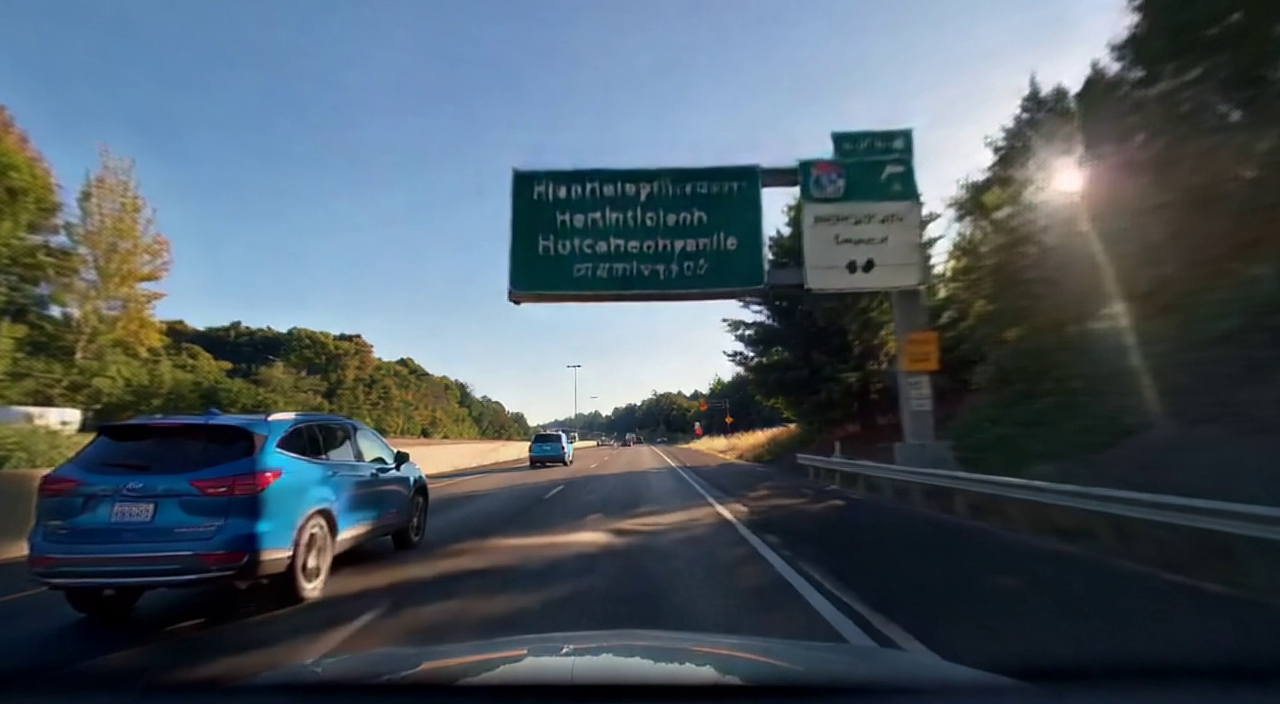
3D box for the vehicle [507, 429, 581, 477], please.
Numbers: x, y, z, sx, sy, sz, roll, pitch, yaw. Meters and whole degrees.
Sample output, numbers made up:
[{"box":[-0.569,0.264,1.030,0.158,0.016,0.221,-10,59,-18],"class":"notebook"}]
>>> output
[{"box":[-3.618,3.883,24.466,2.125,1.662,4.336,-1,-8,1],"class":"vehicle"}]
